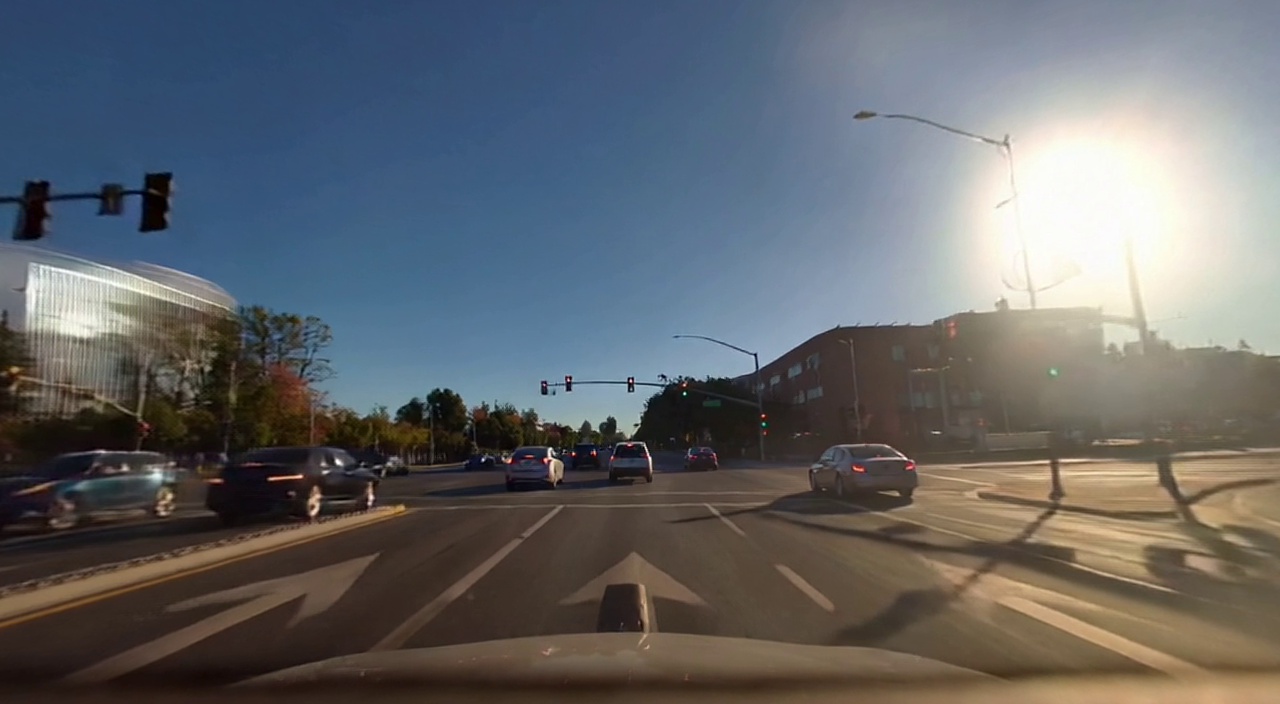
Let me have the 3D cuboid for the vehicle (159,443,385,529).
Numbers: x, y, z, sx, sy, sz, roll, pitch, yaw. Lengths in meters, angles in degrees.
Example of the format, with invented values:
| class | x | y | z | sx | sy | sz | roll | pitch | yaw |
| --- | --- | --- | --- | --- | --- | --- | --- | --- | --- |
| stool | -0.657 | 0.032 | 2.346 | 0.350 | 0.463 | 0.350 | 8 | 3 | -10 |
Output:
| class | x | y | z | sx | sy | sz | roll | pitch | yaw |
| --- | --- | --- | --- | --- | --- | --- | --- | --- | --- |
| vehicle | -7.404 | 2.696 | 13.433 | 2.013 | 1.488 | 4.596 | 0 | -8 | 0 |

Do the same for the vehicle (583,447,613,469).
| class | x | y | z | sx | sy | sz | roll | pitch | yaw |
| --- | --- | --- | --- | --- | --- | --- | --- | --- | --- |
| vehicle | -3.117 | 7.938 | 47.499 | 2.002 | 1.502 | 4.057 | 0 | -8 | -1 |

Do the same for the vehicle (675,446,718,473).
| class | x | y | z | sx | sy | sz | roll | pitch | yaw |
| --- | --- | --- | --- | --- | --- | --- | --- | --- | --- |
| vehicle | 3.252 | 6.243 | 36.988 | 2.014 | 1.430 | 4.103 | 0 | -8 | -2 |

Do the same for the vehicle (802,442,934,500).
| class | x | y | z | sx | sy | sz | roll | pitch | yaw |
| --- | --- | --- | --- | --- | --- | --- | --- | --- | --- |
| vehicle | 6.411 | 3.367 | 18.414 | 2.028 | 1.451 | 4.625 | 0 | -8 | -1 |

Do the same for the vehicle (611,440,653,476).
| class | x | y | z | sx | sy | sz | roll | pitch | yaw |
| --- | --- | --- | --- | --- | --- | --- | --- | --- | --- |
| vehicle | -0.383 | 5.349 | 32.149 | 2.008 | 1.716 | 4.125 | 0 | -8 | 0 |

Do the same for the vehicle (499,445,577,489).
| class | x | y | z | sx | sy | sz | roll | pitch | yaw |
| --- | --- | --- | --- | --- | --- | --- | --- | --- | --- |
| vehicle | -3.732 | 4.279 | 23.953 | 2.163 | 1.474 | 4.413 | 0 | -8 | 1 |

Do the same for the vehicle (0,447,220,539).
| class | x | y | z | sx | sy | sz | roll | pitch | yaw |
| --- | --- | --- | --- | --- | --- | --- | --- | --- | --- |
| vehicle | -10.947 | 2.661 | 12.633 | 2.047 | 1.479 | 4.228 | 0 | -8 | 2 |
